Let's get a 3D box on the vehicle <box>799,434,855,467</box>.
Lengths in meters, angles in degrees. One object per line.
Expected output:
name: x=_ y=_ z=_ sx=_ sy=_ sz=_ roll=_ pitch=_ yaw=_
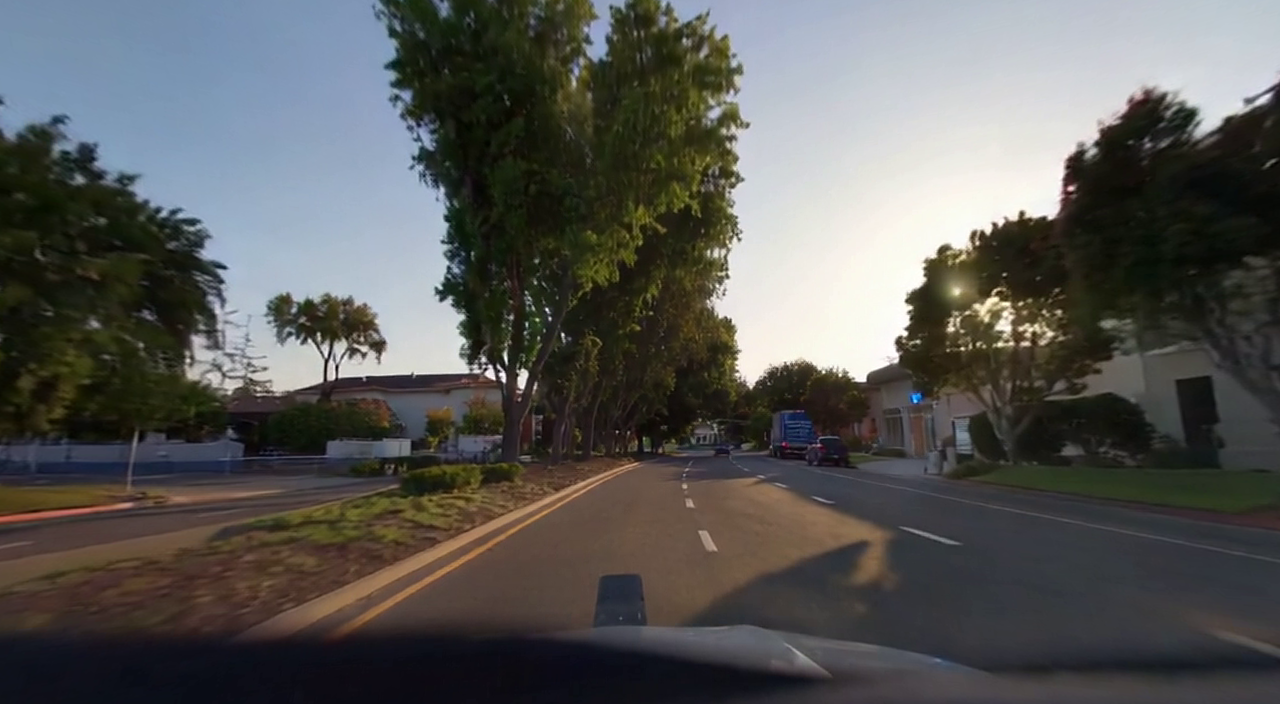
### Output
vehicle: x=11.807 y=6.256 z=40.320 sx=2.200 sy=1.944 sz=5.935 roll=-1 pitch=-9 yaw=5
